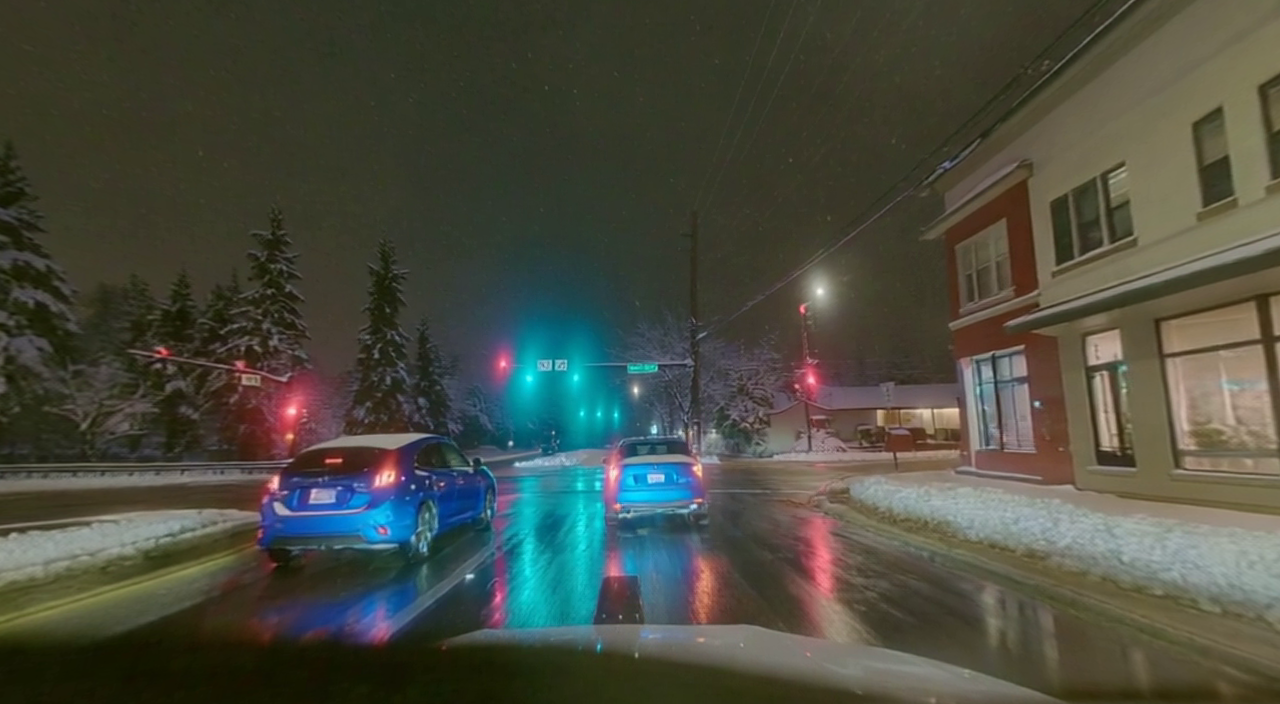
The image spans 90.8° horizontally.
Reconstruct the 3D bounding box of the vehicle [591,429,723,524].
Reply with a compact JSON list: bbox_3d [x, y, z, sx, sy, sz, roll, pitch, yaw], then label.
[{"bbox_3d":[0.246,2.252,11.934,2.059,1.456,4.047,0,-8,-1],"label":"vehicle"}]

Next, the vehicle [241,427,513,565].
[{"bbox_3d":[-3.300,1.892,9.116,2.032,1.467,4.411,0,-8,0],"label":"vehicle"}]
